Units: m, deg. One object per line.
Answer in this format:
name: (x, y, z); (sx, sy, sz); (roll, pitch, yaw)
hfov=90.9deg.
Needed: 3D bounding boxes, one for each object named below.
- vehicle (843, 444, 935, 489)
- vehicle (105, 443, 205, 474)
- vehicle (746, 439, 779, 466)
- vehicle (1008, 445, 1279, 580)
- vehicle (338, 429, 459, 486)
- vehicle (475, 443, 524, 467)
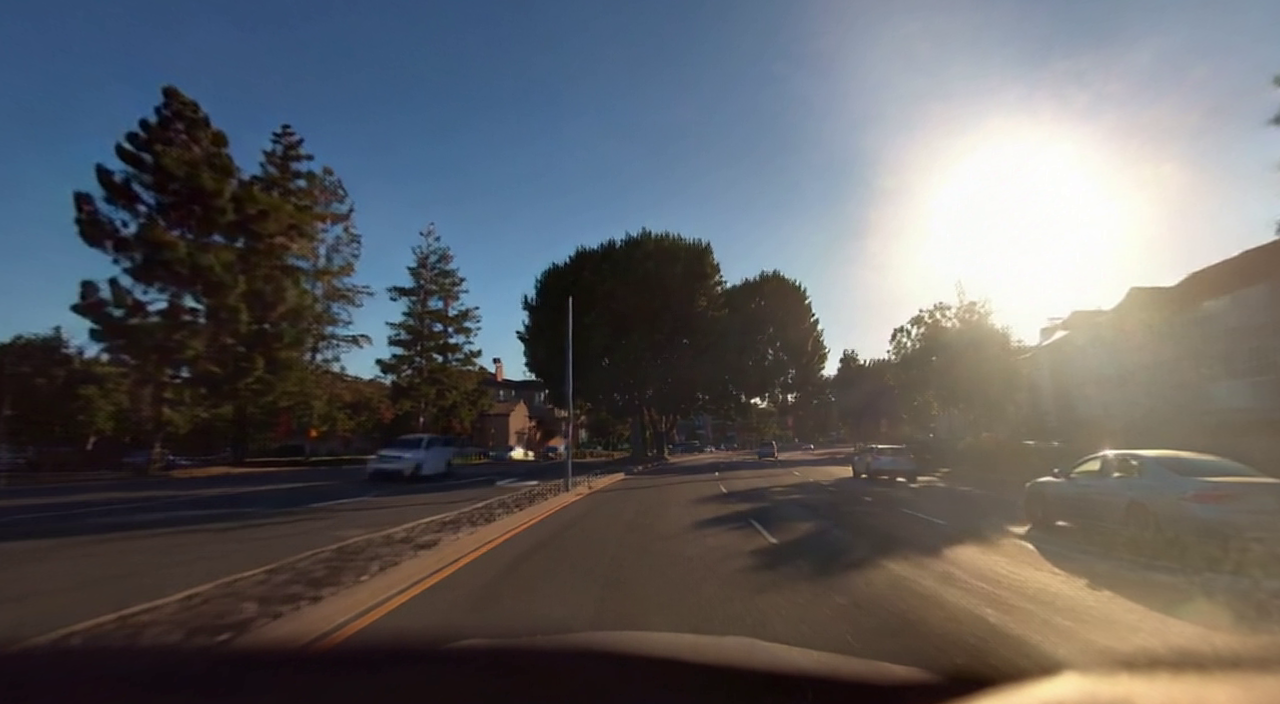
vehicle: (8.978, 4.122, 23.110); (1.855, 1.444, 4.389); (-1, -8, 4)
vehicle: (-33.525, 7.338, 43.755); (2.050, 1.962, 4.953); (-4, -9, 26)
vehicle: (8.124, 6.689, 42.112); (1.991, 1.684, 4.127); (-2, -8, 10)
vehicle: (7.301, 2.006, 8.829); (1.783, 1.386, 4.433); (-1, -8, 3)
vehicle: (-8.057, 3.566, 21.544); (2.024, 1.729, 4.371); (-1, -8, 6)
vehicle: (-8.991, 6.612, 40.597); (1.764, 1.457, 3.794); (-2, -8, 9)
